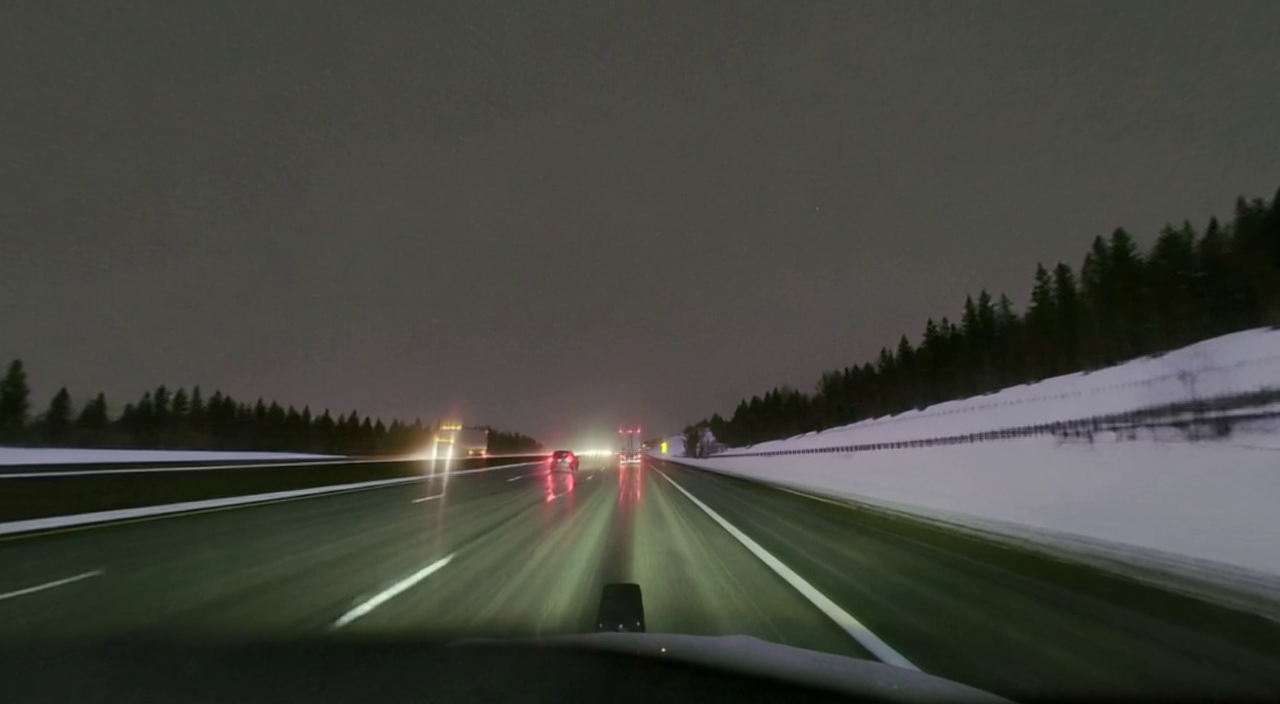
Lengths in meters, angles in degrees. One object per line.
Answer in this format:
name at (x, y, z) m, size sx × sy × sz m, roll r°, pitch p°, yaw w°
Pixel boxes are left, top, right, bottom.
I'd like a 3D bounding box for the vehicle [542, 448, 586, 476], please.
vehicle at (-4.570, 6.670, 38.515) m, size 2.108 × 1.573 × 5.000 m, roll 0°, pitch -9°, yaw -1°
